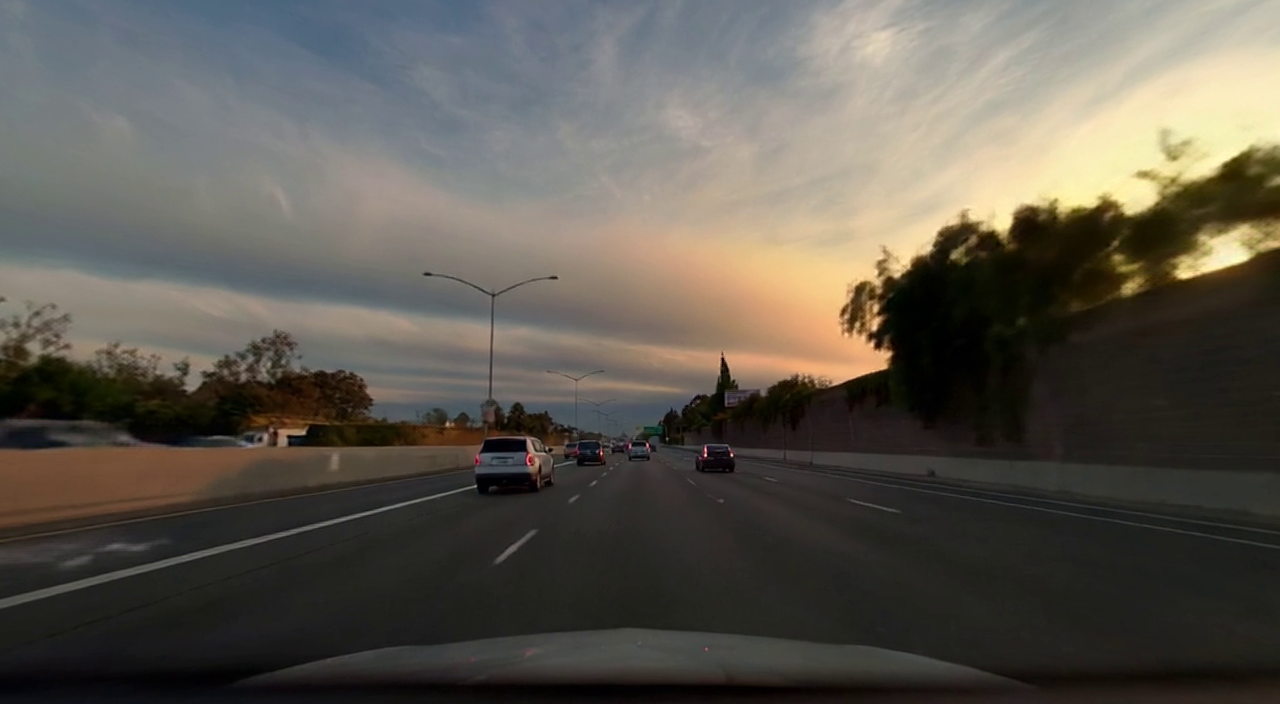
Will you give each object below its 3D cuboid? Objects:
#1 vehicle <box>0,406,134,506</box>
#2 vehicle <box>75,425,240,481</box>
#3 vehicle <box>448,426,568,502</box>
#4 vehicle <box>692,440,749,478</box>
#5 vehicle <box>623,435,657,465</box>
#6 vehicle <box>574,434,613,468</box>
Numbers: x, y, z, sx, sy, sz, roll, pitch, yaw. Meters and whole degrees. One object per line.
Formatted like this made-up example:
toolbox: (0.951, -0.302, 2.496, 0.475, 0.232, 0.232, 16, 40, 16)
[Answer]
vehicle: (-17.540, 2.688, 16.339, 2.877, 2.497, 7.068, 0, -9, 0)
vehicle: (-24.292, 5.145, 32.301, 2.751, 2.534, 7.033, 0, -9, 1)
vehicle: (-3.503, 3.123, 18.012, 2.184, 1.819, 5.441, 0, -9, 1)
vehicle: (4.006, 5.405, 32.121, 2.224, 1.752, 4.487, 0, -9, -1)
vehicle: (-0.012, 7.608, 48.987, 2.485, 2.215, 5.199, 0, -9, 0)
vehicle: (-3.201, 6.908, 44.181, 2.378, 2.214, 4.352, 0, -9, 0)
